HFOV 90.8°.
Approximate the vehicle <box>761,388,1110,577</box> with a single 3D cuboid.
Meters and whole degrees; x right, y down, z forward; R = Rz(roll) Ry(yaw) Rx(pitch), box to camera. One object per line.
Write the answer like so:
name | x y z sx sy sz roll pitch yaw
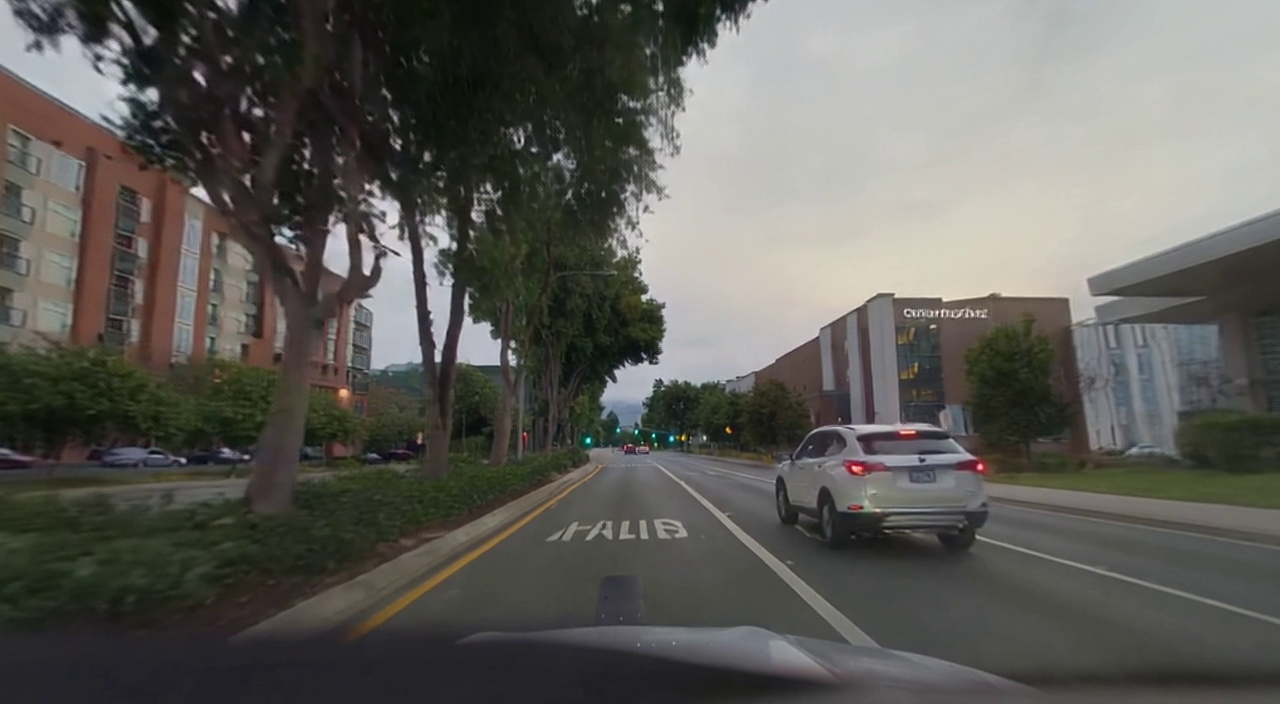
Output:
vehicle | 3.622 1.751 9.305 2.505 1.971 5.162 0 -9 -1
